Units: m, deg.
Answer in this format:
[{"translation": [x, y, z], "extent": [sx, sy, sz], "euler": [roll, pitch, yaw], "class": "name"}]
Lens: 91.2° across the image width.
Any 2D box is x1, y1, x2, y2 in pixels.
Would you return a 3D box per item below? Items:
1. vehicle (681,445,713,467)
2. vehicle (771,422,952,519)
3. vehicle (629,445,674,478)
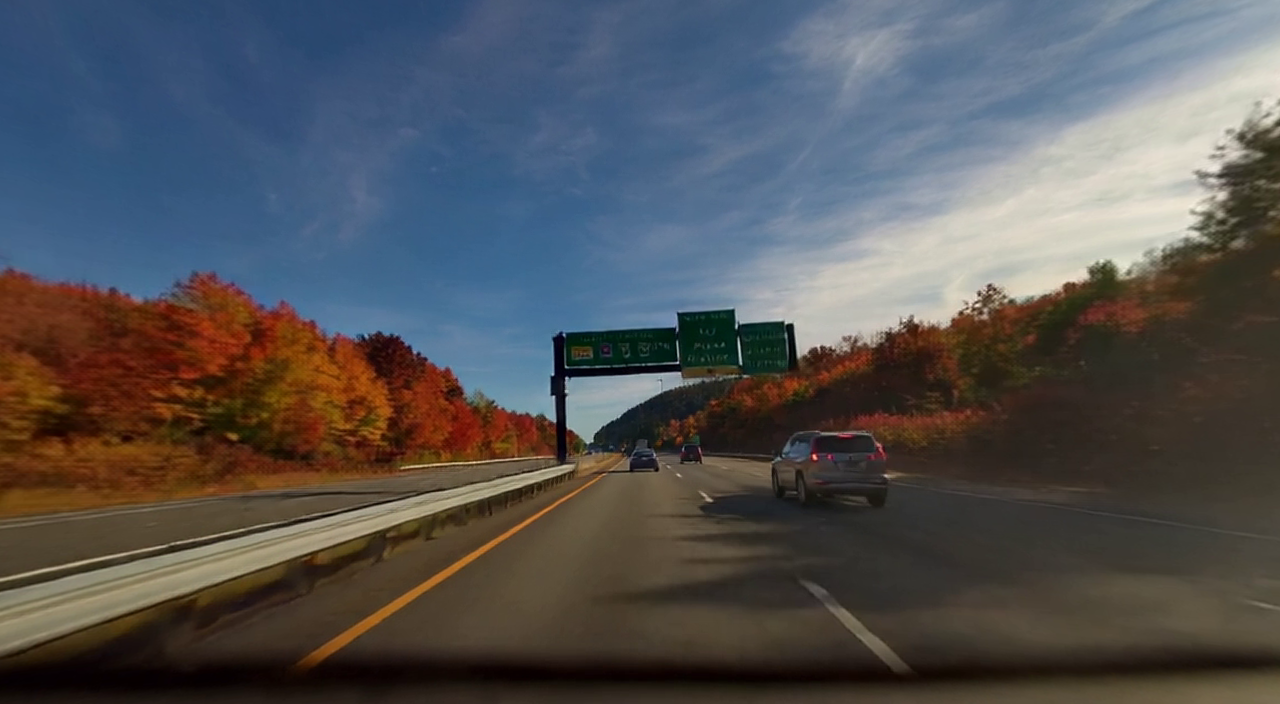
[{"translation": [4.055, 7.491, 45.244], "extent": [1.959, 1.528, 4.207], "euler": [0, -9, 0], "class": "vehicle"}, {"translation": [4.462, 2.484, 13.539], "extent": [2.250, 1.718, 4.358], "euler": [0, -9, 0], "class": "vehicle"}, {"translation": [0.511, 5.221, 30.093], "extent": [2.037, 1.418, 3.793], "euler": [0, -9, 0], "class": "vehicle"}]
